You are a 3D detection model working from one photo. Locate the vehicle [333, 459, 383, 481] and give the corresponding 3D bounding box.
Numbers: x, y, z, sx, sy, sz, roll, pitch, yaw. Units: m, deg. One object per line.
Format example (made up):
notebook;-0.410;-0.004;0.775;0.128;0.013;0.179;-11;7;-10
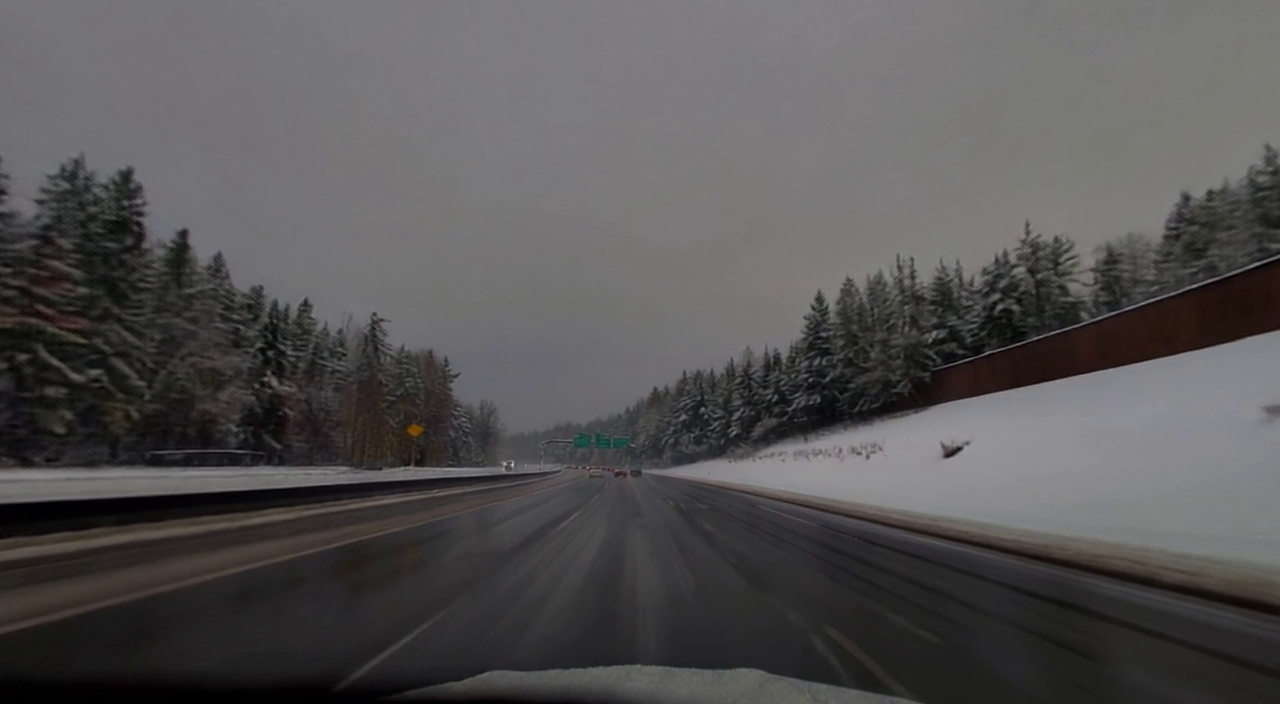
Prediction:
vehicle;-20.453;8.586;45.882;1.738;1.469;4.047;1;-10;-1
